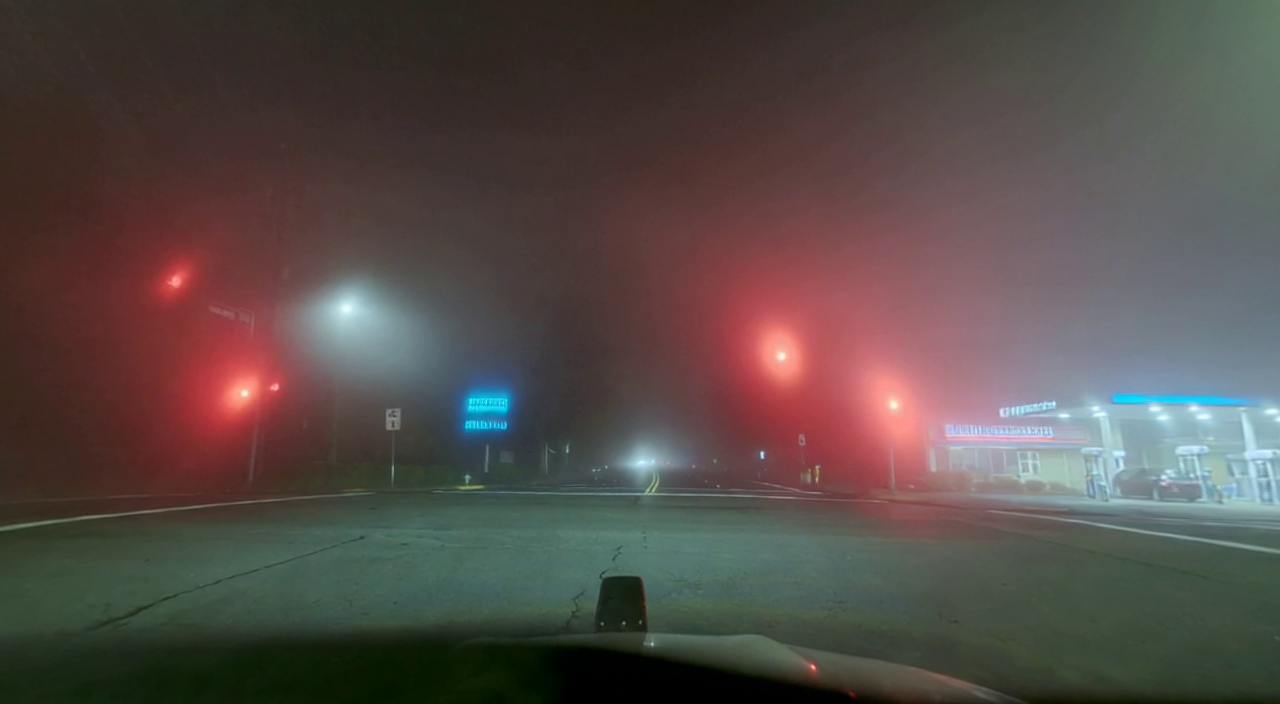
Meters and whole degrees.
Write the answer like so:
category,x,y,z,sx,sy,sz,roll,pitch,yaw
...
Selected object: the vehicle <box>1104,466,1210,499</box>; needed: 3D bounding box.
category,x,y,z,sx,sy,sz,roll,pitch,yaw
vehicle,27.992,7.053,34.334,1.897,1.466,4.211,1,-8,-6
